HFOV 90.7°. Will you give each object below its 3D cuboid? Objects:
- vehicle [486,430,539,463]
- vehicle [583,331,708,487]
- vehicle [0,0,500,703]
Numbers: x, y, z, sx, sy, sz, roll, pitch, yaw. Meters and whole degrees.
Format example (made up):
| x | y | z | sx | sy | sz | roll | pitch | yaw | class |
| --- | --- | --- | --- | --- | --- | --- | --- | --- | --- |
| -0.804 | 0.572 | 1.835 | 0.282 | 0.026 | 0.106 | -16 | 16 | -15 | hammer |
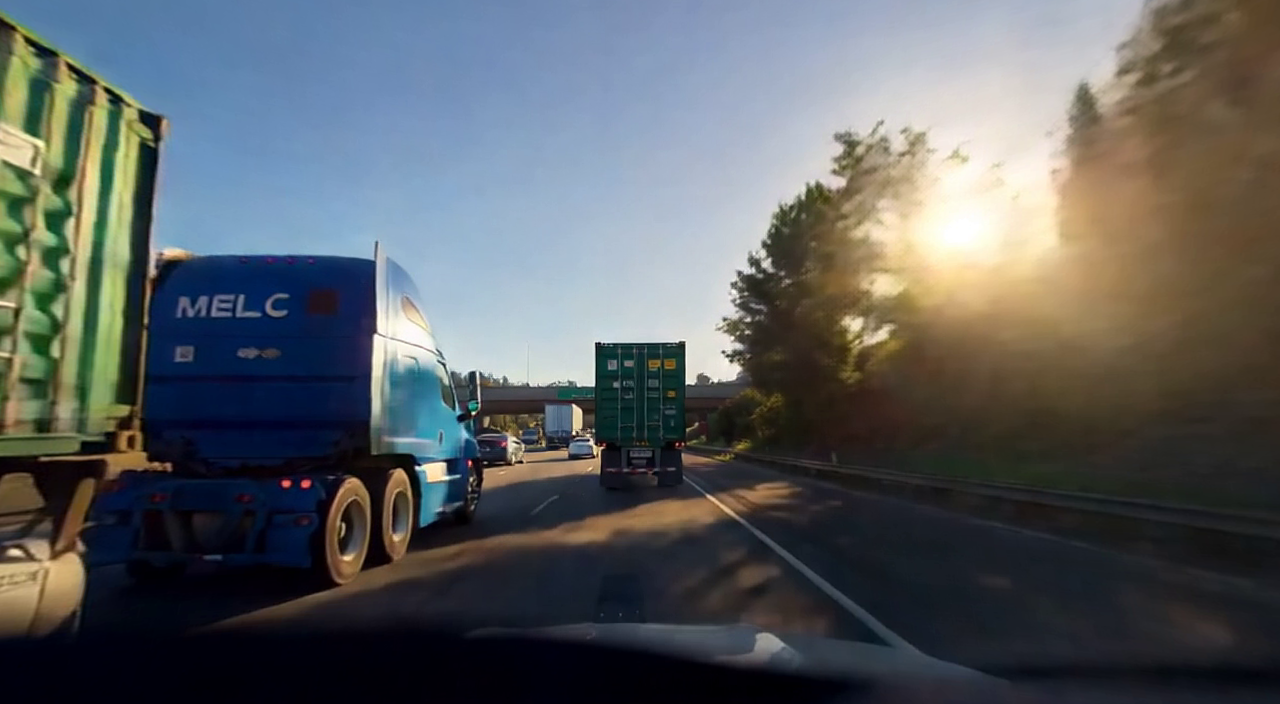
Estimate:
| x | y | z | sx | sy | sz | roll | pitch | yaw | class |
| --- | --- | --- | --- | --- | --- | --- | --- | --- | --- |
| -7.237 | 5.442 | 36.405 | 2.163 | 1.772 | 4.244 | -1 | -8 | 0 | vehicle |
| 0.032 | 2.047 | 20.906 | 3.357 | 4.212 | 7.519 | 0 | -8 | -2 | vehicle |
| -3.726 | 0.185 | 6.074 | 3.187 | 3.949 | 6.963 | -1 | -8 | 0 | vehicle |
